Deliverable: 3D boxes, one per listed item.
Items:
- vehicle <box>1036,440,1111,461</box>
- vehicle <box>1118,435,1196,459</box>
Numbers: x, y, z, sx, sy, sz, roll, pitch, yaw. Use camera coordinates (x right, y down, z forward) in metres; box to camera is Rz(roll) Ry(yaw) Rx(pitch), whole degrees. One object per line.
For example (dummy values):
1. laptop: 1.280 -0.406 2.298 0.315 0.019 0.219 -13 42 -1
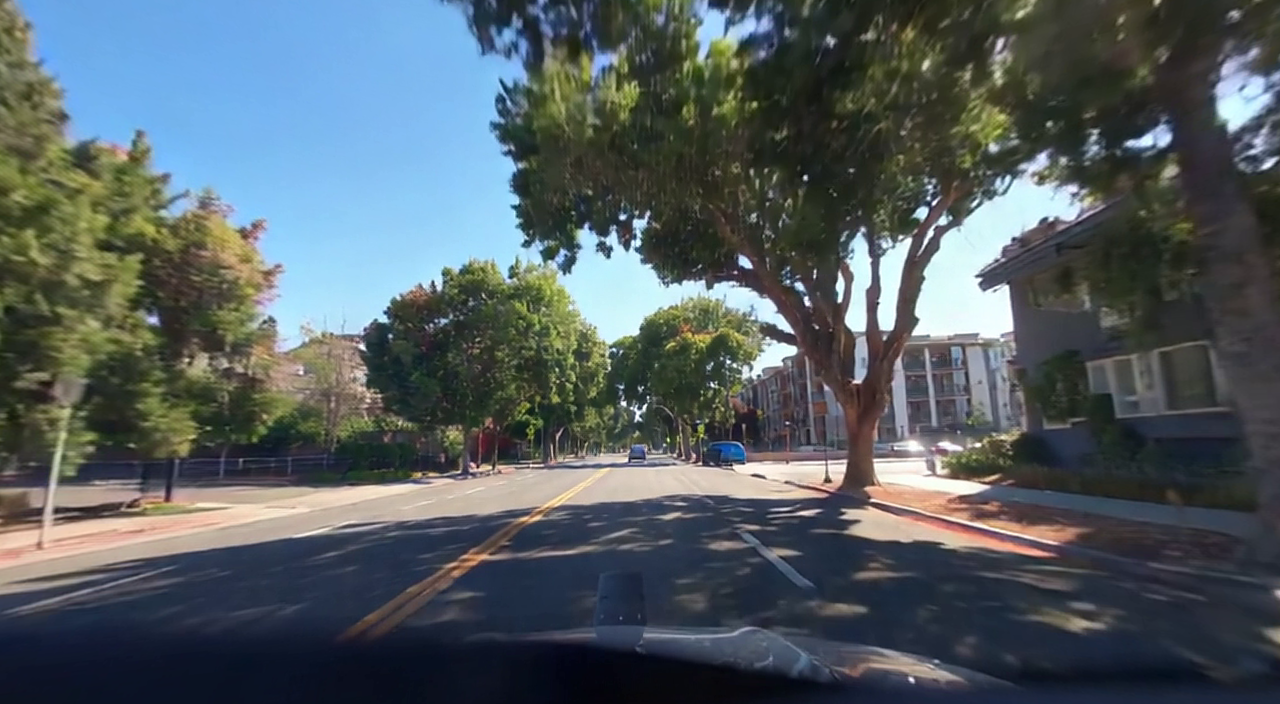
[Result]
1. vehicle: 33.255 7.577 48.332 4.305 1.464 1.875 -1 -9 2
2. vehicle: 39.440 7.250 48.088 4.244 1.673 1.871 -1 -9 -1
